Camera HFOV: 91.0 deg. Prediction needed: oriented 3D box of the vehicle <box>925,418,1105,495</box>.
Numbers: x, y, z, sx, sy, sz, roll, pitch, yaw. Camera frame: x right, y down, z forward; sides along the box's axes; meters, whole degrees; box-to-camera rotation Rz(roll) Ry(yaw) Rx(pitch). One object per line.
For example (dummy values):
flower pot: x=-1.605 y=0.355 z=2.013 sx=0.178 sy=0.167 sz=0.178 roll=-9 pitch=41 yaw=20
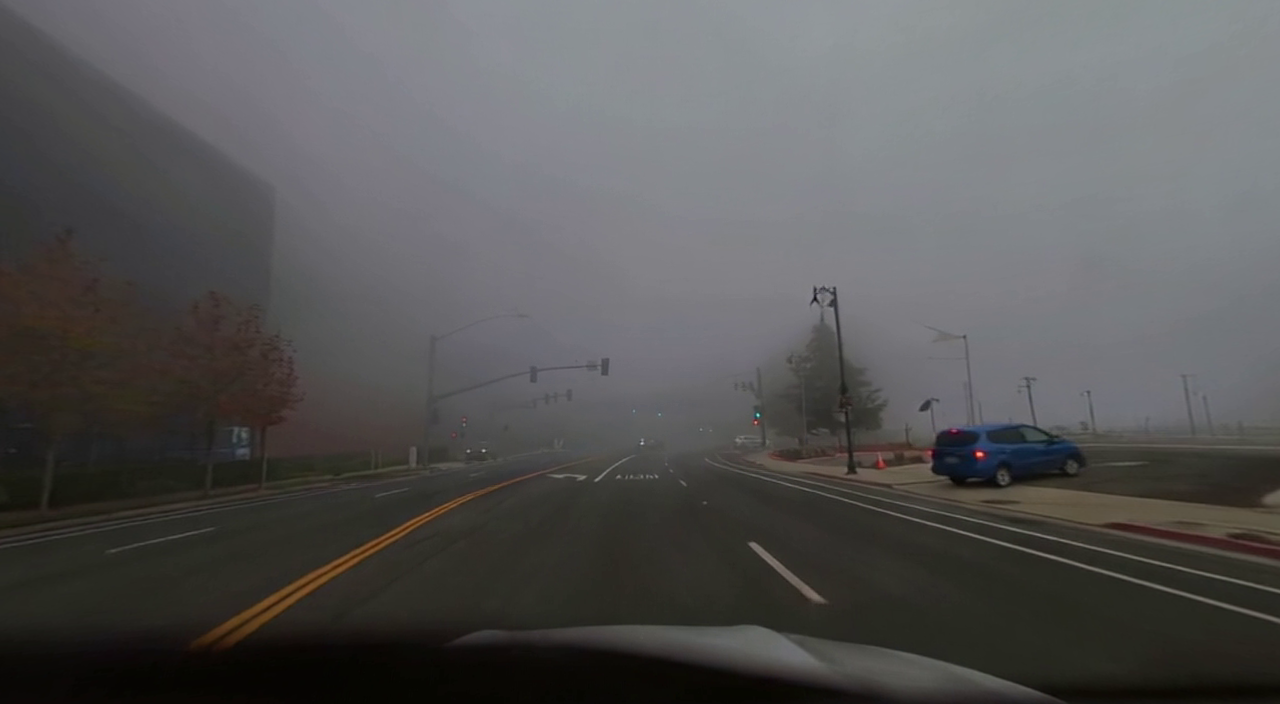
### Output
vehicle: x=10.210 y=2.793 z=17.097 sx=4.635 sy=1.821 sz=2.087 roll=5 pitch=-10 yaw=-30
